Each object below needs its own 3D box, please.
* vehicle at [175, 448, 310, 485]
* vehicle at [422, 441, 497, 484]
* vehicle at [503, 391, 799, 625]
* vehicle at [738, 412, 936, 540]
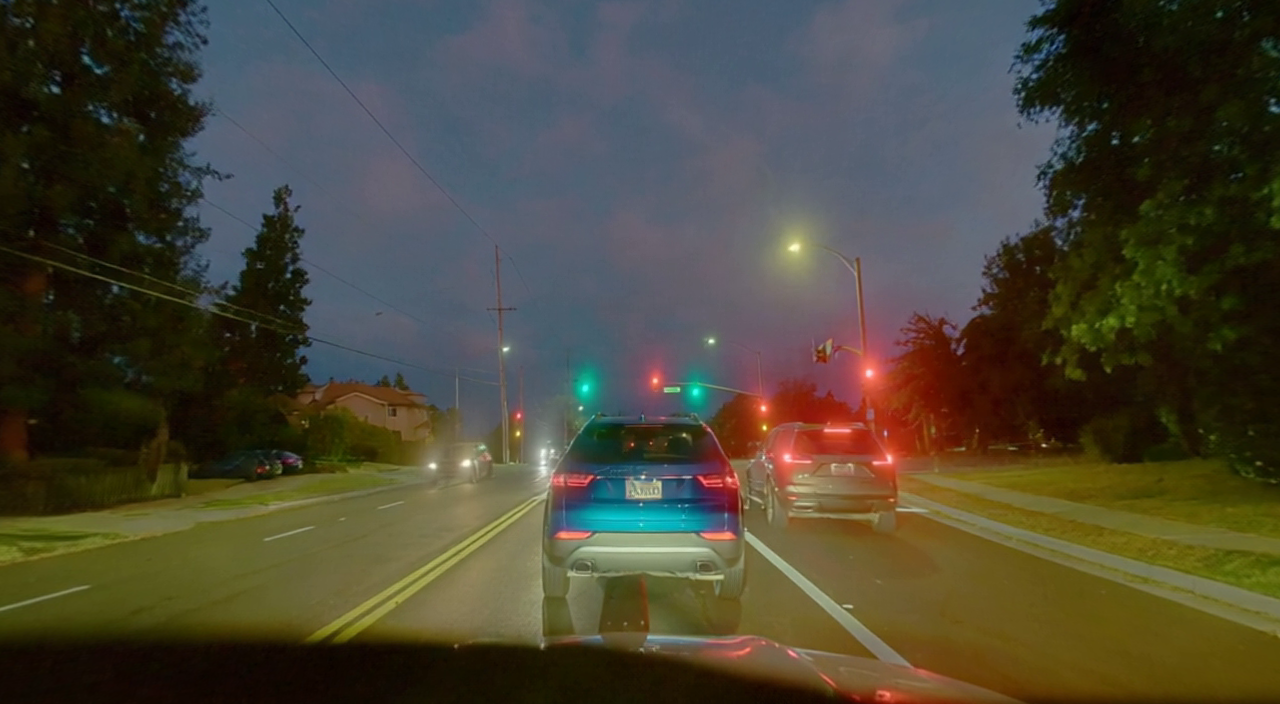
[{"bbox_3d":[-16.123,4.645,25.722,4.245,1.446,1.827,0,-8,1],"label":"vehicle"},{"bbox_3d":[-7.537,4.638,26.734,1.985,1.672,3.960,0,-8,0],"label":"vehicle"},{"bbox_3d":[0.060,1.437,6.736,2.151,1.695,4.100,0,-8,-1],"label":"vehicle"},{"bbox_3d":[3.081,2.039,10.958,1.967,1.756,4.281,0,-8,-1],"label":"vehicle"}]
